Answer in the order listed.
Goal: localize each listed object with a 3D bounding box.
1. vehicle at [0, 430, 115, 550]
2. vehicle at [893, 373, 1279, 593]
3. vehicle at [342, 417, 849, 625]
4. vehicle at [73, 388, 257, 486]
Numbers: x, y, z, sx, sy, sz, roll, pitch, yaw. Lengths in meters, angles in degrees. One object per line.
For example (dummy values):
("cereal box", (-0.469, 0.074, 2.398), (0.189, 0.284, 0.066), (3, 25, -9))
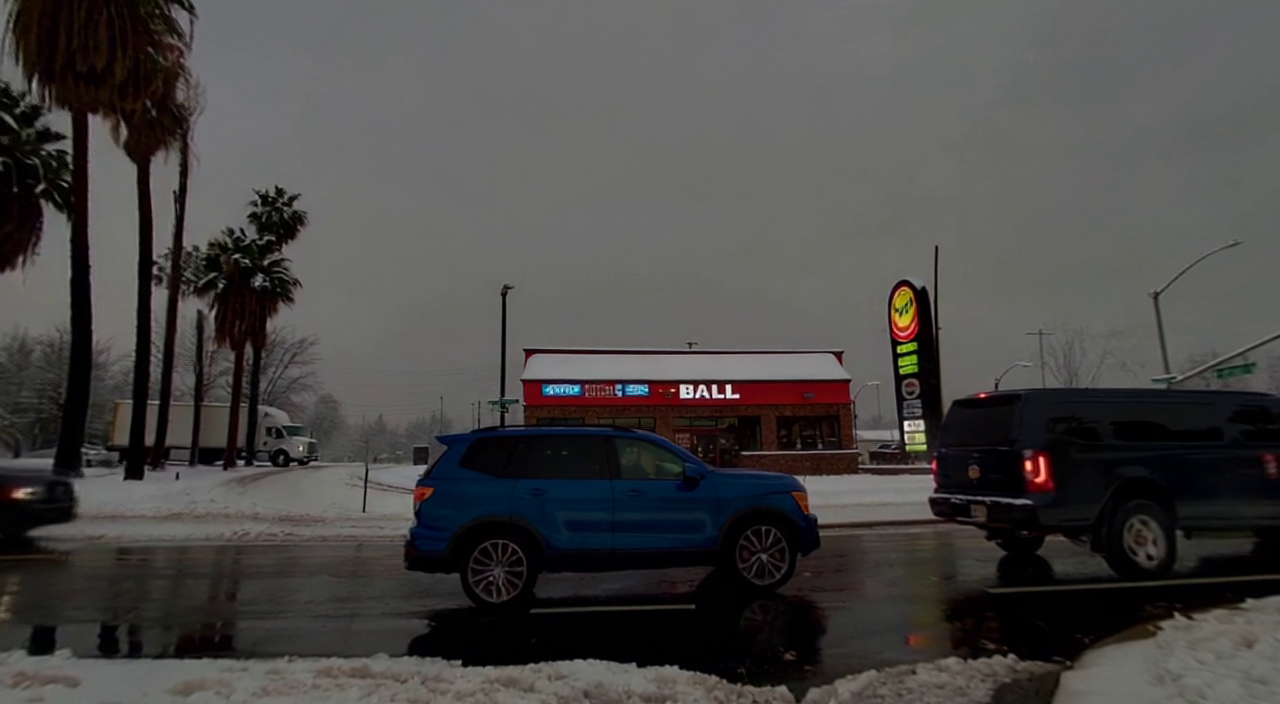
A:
("vehicle", (-10.970, 1.999, 9.396), (4.280, 1.625, 2.062), (1, -9, -7))
("vehicle", (6.782, 1.528, 7.930), (6.246, 2.202, 2.277), (1, -9, -7))
("vehicle", (-0.421, 1.624, 6.764), (4.493, 1.728, 2.137), (1, -9, -8))
("vehicle", (-21.537, 4.017, 29.444), (3.034, 3.929, 7.699), (1, -9, -6))
